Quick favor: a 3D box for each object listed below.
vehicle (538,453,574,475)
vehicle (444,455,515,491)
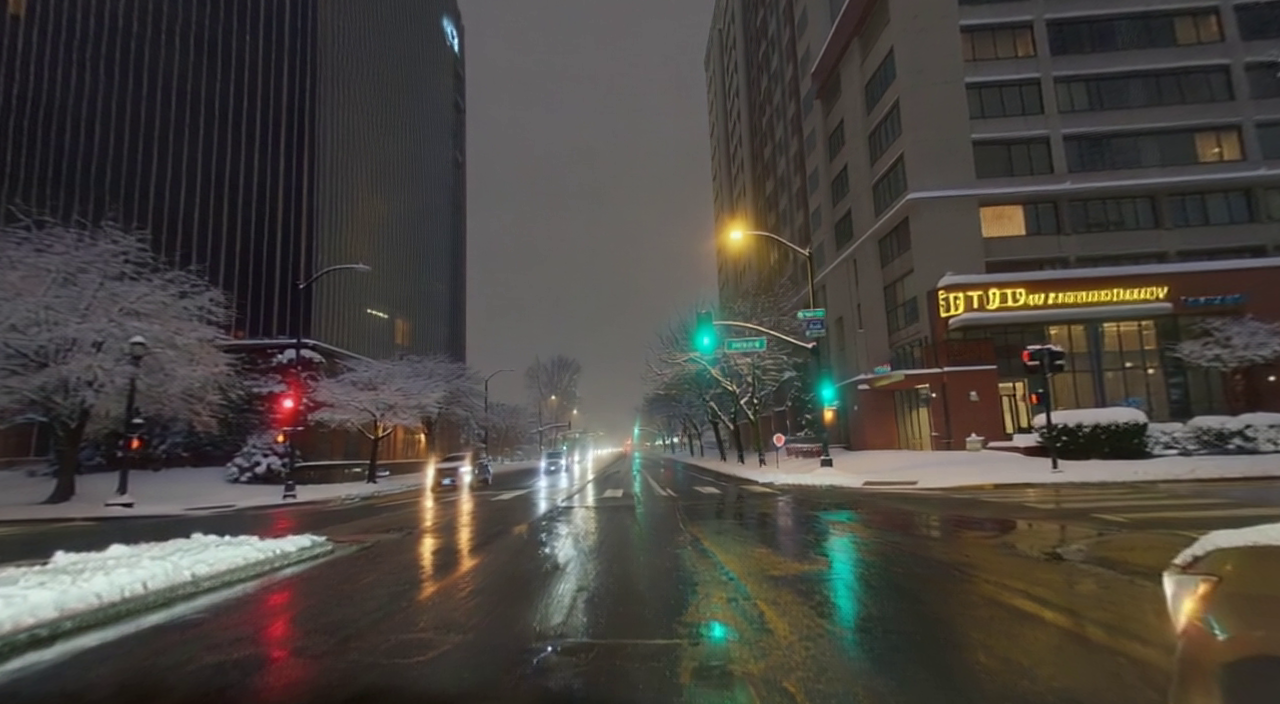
[{"bbox_3d":[-6.175,8.275,46.791,1.897,1.537,3.770,-1,-9,3],"label":"vehicle"},{"bbox_3d":[-7.155,5.419,28.565,1.893,1.451,4.276,-1,-9,3],"label":"vehicle"}]
